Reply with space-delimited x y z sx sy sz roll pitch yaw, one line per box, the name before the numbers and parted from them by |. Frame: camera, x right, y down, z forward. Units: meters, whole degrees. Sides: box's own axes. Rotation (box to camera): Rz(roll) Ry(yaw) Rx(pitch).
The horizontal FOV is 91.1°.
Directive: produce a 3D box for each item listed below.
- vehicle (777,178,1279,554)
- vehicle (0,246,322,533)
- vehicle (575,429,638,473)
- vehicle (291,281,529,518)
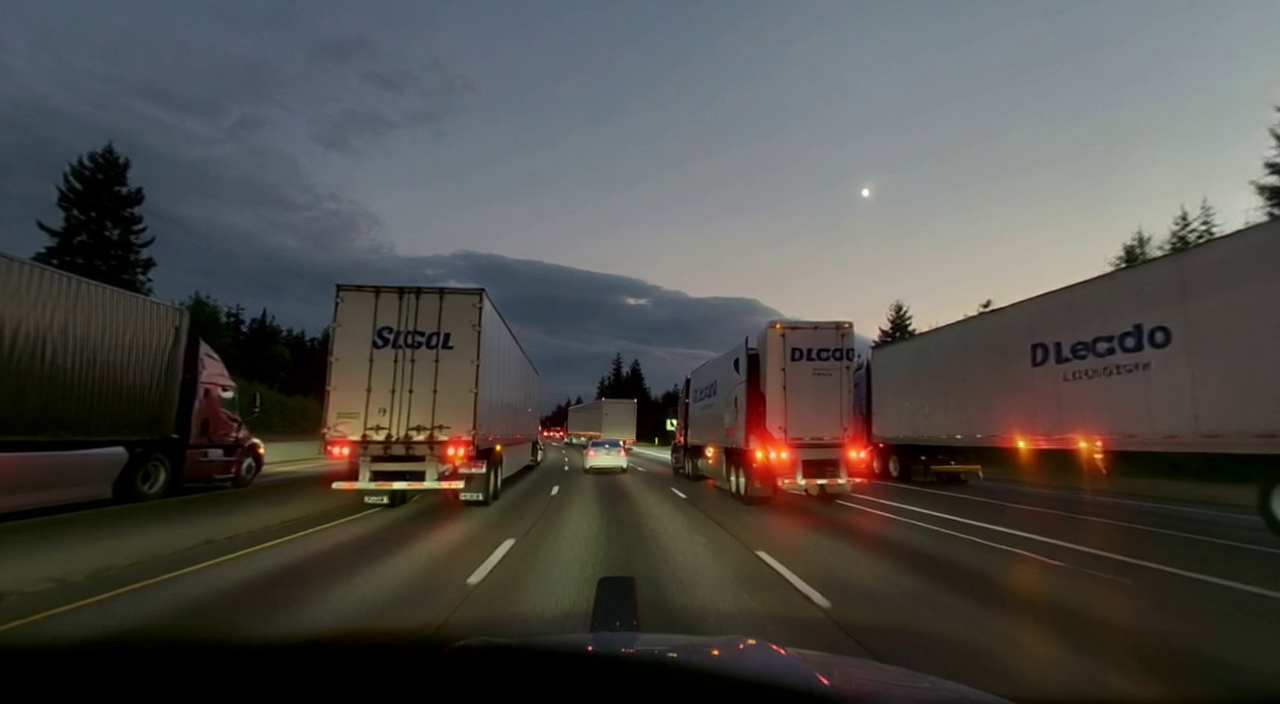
vehicle | 7.486 0.421 9.074 2.820 4.084 13.786 4 -8 -25
vehicle | -10.834 0.486 8.654 2.867 4.125 14.026 -2 -8 14
vehicle | -1.395 3.758 24.203 2.060 1.540 4.374 1 -8 -8
vehicle | -4.420 1.308 14.522 2.822 3.788 8.799 1 -8 -5
